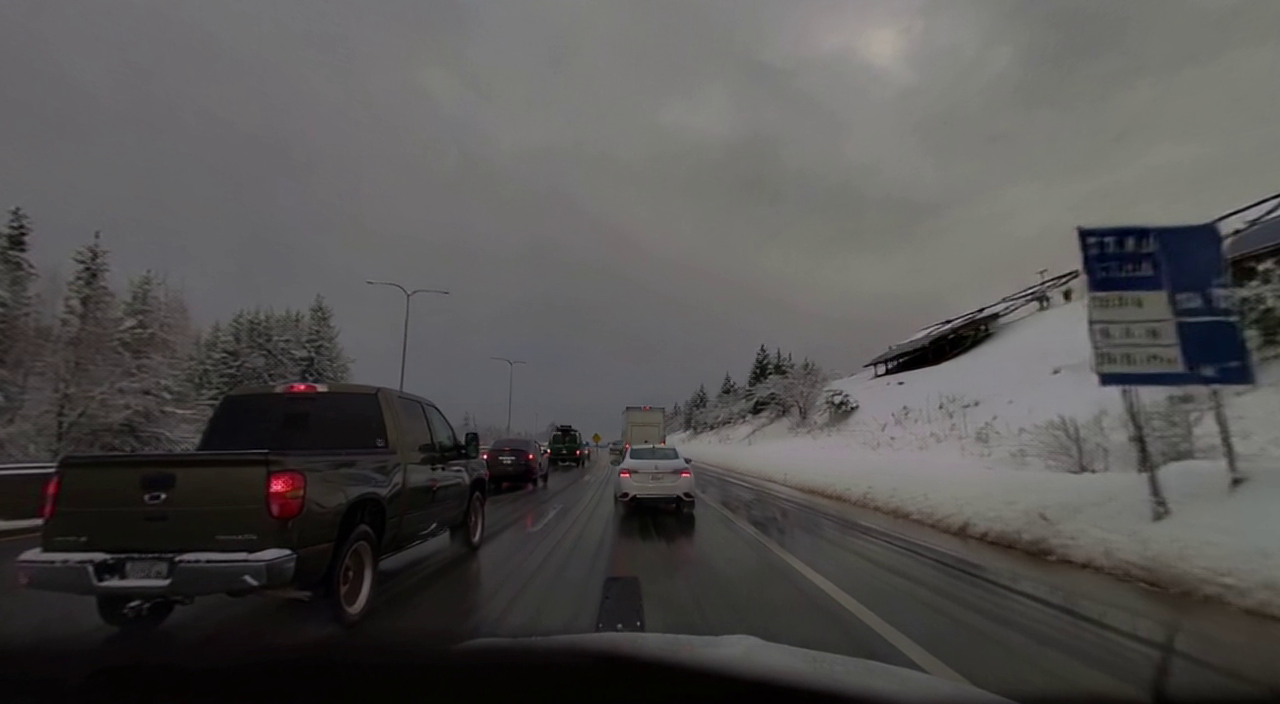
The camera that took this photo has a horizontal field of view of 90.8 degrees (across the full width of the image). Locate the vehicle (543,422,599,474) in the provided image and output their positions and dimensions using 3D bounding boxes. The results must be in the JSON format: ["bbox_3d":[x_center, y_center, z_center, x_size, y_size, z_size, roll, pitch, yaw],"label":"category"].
[{"bbox_3d":[-3.680,5.331,34.960,2.290,2.613,5.975,0,-9,2],"label":"vehicle"}]

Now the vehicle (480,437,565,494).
[{"bbox_3d":[-3.652,3.616,20.369,1.963,1.627,3.849,0,-9,1],"label":"vehicle"}]

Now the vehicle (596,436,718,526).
[{"bbox_3d":[0.265,2.462,12.503,2.063,1.507,3.488,0,-9,-1],"label":"vehicle"}]

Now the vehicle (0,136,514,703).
[{"bbox_3d":[-3.043,0.903,5.960,2.289,2.757,6.726,0,-9,0],"label":"vehicle"}]
